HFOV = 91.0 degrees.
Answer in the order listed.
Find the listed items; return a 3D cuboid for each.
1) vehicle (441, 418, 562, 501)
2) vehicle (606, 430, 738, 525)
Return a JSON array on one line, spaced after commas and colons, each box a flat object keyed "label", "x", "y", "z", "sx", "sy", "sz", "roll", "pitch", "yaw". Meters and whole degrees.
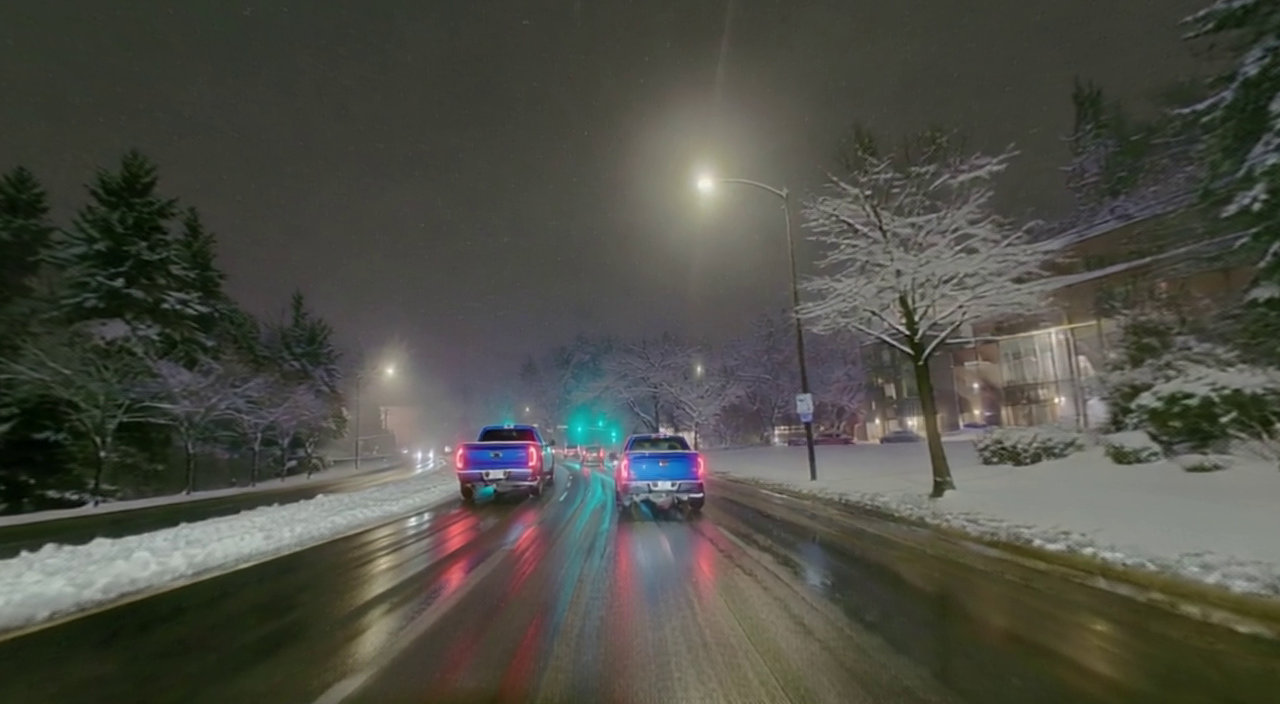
[{"label": "vehicle", "x": -3.721, "y": 3.040, "z": 18.191, "sx": 2.512, "sy": 1.992, "sz": 5.725, "roll": 0, "pitch": -9, "yaw": -3}, {"label": "vehicle", "x": 0.416, "y": 2.352, "z": 12.335, "sx": 2.142, "sy": 1.528, "sz": 4.133, "roll": 0, "pitch": -9, "yaw": -3}]
